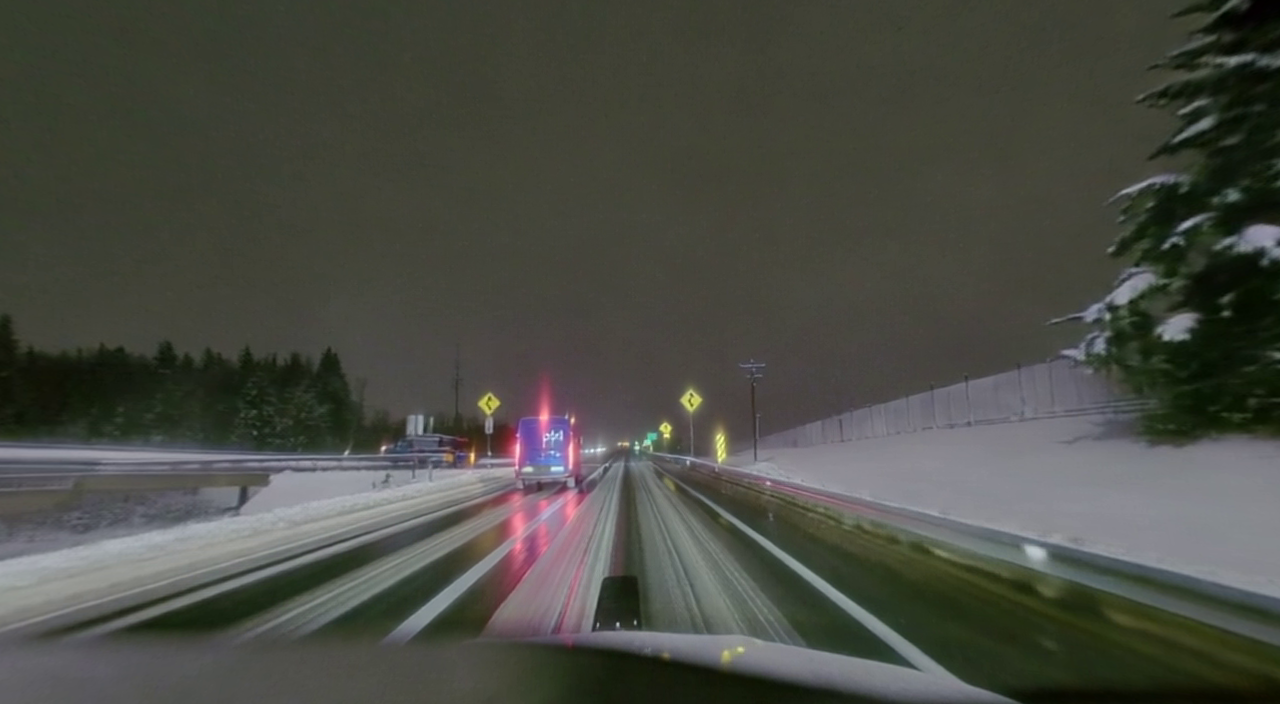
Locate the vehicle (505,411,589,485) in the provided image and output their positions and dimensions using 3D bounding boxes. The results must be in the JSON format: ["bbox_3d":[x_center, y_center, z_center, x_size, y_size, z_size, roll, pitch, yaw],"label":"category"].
[{"bbox_3d":[-3.651,4.015,26.200,2.463,2.640,7.034,0,-9,0],"label":"vehicle"}]

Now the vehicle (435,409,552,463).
[{"bbox_3d":[-11.792,6.780,49.831,10.047,3.953,3.340,-7,-11,37],"label":"vehicle"}]

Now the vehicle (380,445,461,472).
[{"bbox_3d":[-13.314,6.474,38.281,4.396,1.557,1.952,2,-9,-14],"label":"vehicle"}]
